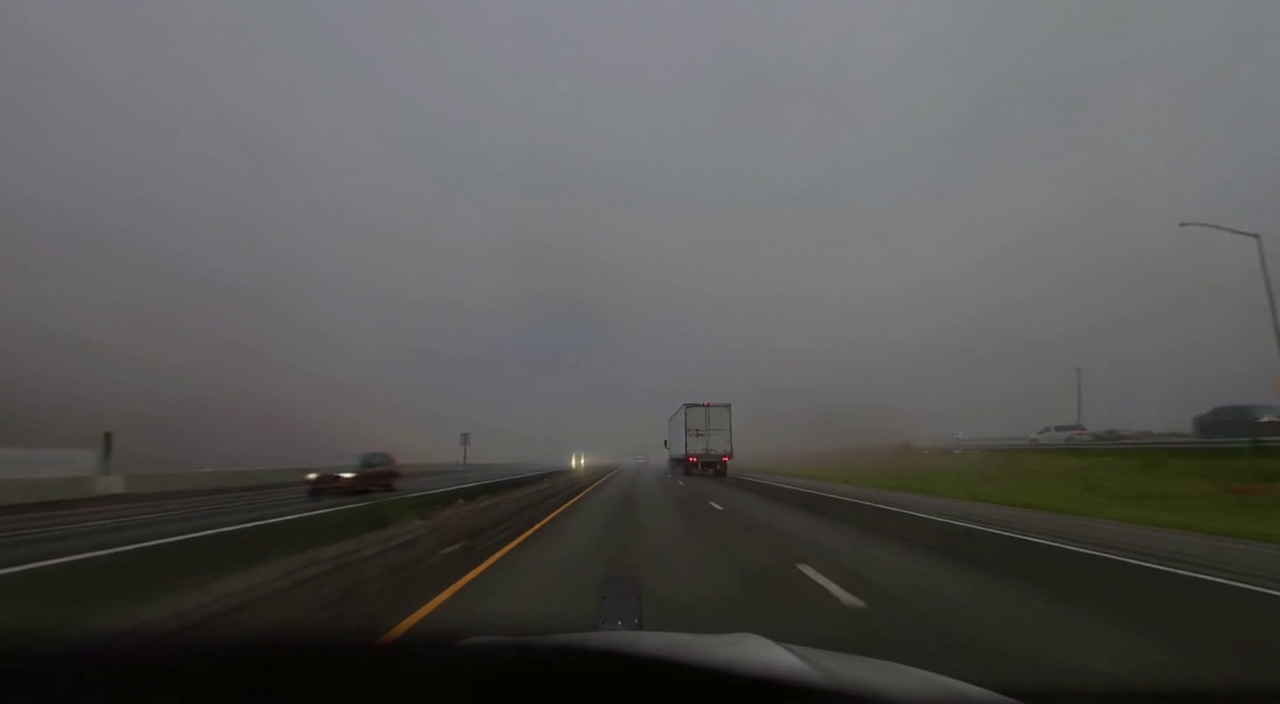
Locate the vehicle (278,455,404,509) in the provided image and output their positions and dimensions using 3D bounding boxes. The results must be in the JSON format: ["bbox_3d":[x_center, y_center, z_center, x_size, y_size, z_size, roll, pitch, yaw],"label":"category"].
[{"bbox_3d":[-9.161,3.987,19.686,1.908,1.448,4.097,0,-9,0],"label":"vehicle"}]

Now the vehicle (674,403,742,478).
[{"bbox_3d":[4.121,5.895,41.258,3.185,4.154,12.638,0,-9,1],"label":"vehicle"}]
